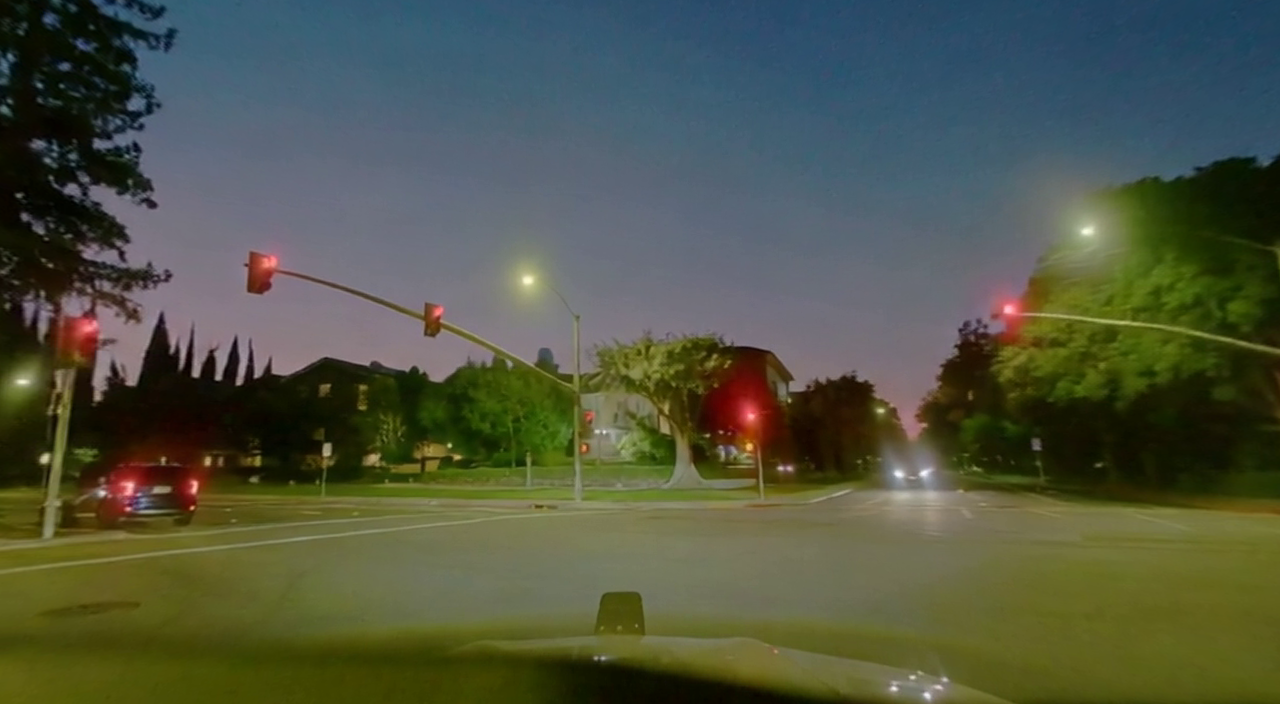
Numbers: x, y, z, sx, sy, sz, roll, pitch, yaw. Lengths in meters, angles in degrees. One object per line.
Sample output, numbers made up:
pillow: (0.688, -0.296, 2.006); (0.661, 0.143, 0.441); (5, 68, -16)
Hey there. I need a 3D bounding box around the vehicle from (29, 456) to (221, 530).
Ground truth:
vehicle: (-13.043, 3.461, 16.012); (4.247, 1.591, 2.093); (-4, -10, 27)
